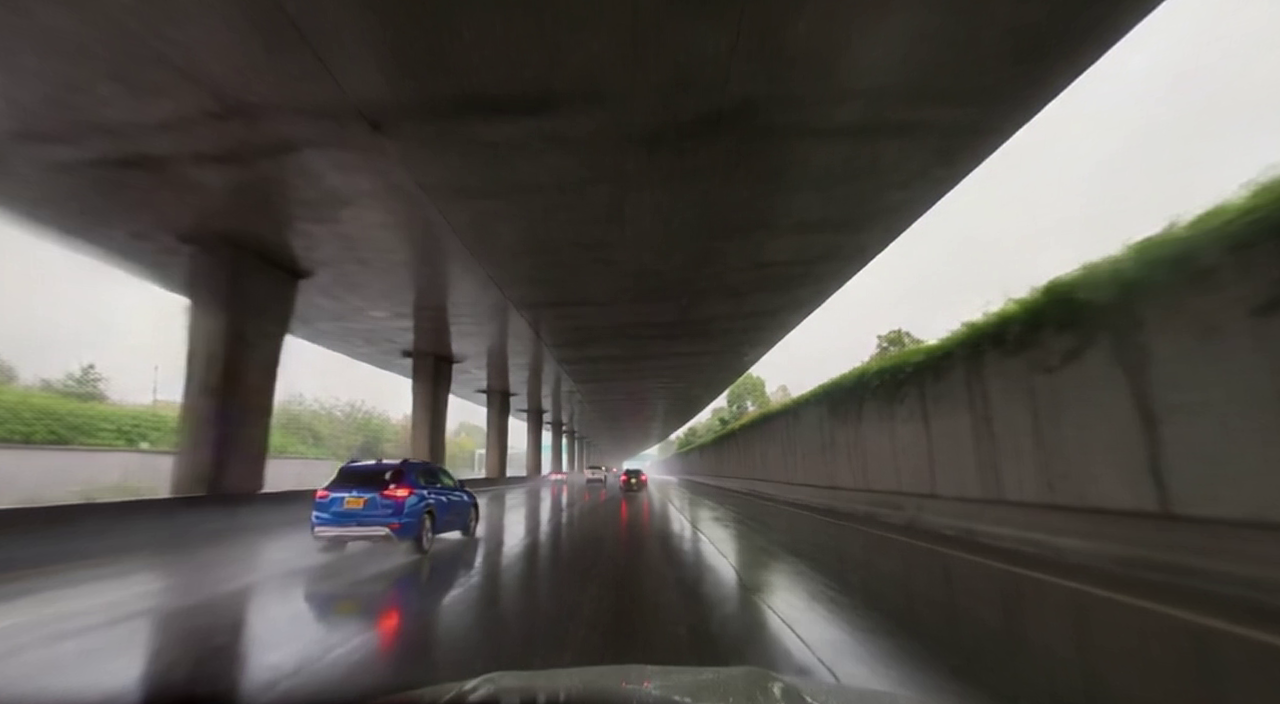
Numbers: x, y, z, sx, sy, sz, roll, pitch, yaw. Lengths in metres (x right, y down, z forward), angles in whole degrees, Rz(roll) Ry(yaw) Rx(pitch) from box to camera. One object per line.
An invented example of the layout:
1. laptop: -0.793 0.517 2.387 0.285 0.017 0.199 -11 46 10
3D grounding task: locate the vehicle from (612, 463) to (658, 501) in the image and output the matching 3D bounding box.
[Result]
1. vehicle: -0.252 6.048 29.437 1.992 1.601 3.762 1 -11 -1

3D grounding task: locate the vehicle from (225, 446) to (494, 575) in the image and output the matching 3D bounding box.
1. vehicle: -3.960 2.369 10.053 2.102 1.521 4.687 1 -11 0
